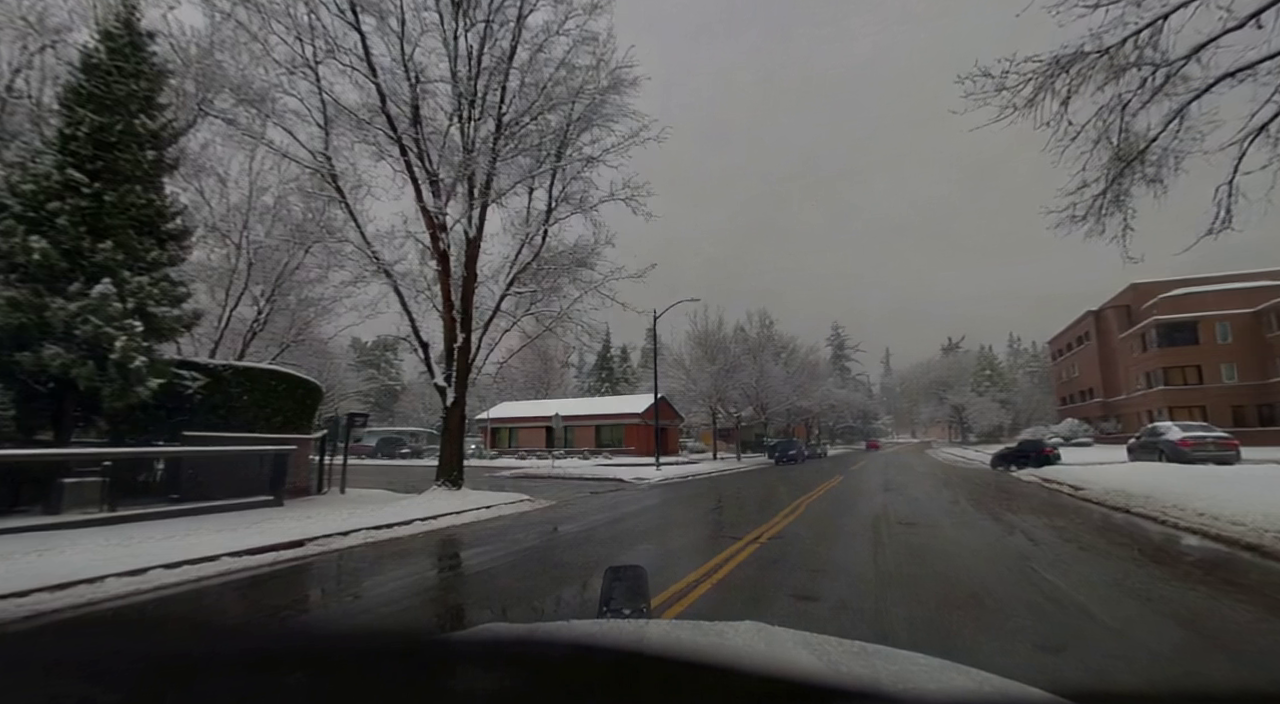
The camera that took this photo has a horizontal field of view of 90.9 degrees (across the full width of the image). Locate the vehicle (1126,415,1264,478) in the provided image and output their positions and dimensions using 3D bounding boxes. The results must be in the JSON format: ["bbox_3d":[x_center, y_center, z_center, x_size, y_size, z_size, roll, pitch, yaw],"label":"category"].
[{"bbox_3d":[18.500,3.198,21.322,2.018,1.840,4.662,-4,-9,23],"label":"vehicle"}]

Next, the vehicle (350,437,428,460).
[{"bbox_3d":[-18.357,7.067,46.204,4.814,1.609,2.197,-1,-9,7],"label":"vehicle"}]
